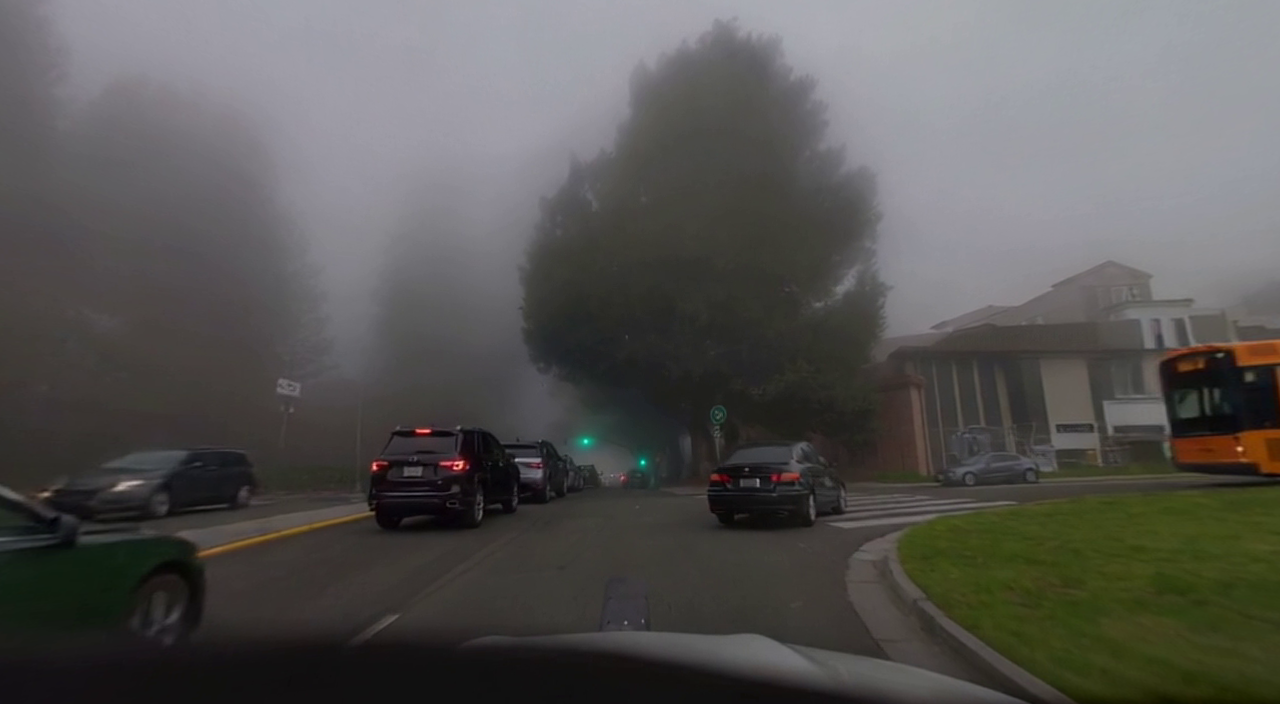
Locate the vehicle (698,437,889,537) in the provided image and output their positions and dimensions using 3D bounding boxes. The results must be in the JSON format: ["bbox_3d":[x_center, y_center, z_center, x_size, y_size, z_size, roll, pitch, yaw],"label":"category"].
[{"bbox_3d":[2.963,2.356,11.642,2.020,1.478,3.922,-7,-11,36],"label":"vehicle"}]

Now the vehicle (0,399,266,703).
[{"bbox_3d":[-3.361,0.790,1.421,1.953,1.480,4.522,-1,-9,5],"label":"vehicle"}]

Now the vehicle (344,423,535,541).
[{"bbox_3d":[-3.441,2.333,11.922,2.017,1.761,4.572,0,-9,1],"label":"vehicle"}]

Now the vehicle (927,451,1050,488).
[{"bbox_3d":[15.030,5.113,27.393,4.422,1.457,1.882,-6,-11,28],"label":"vehicle"}]

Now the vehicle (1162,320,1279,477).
[{"bbox_3d":[17.350,0.837,12.691,9.977,3.303,2.948,-6,-11,33],"label":"vehicle"}]

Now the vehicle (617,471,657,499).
[{"bbox_3d":[-0.242,8.326,39.692,2.119,1.475,3.997,1,-9,-6],"label":"vehicle"}]
